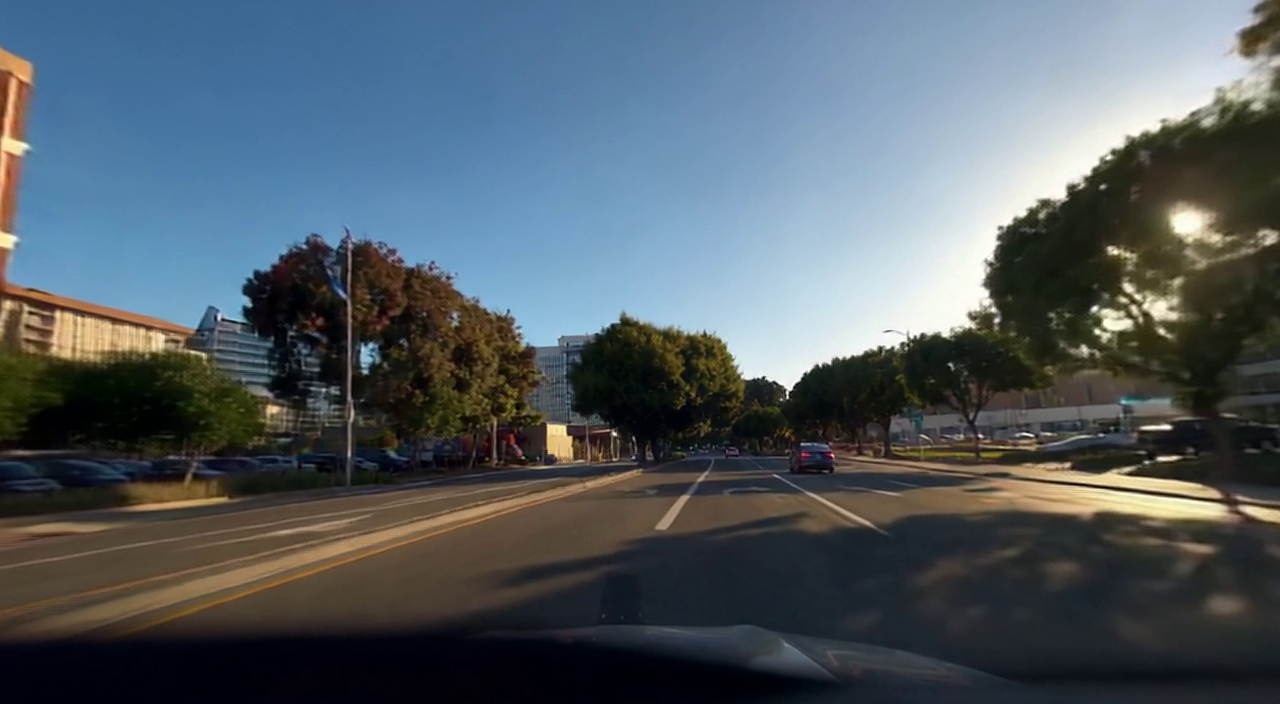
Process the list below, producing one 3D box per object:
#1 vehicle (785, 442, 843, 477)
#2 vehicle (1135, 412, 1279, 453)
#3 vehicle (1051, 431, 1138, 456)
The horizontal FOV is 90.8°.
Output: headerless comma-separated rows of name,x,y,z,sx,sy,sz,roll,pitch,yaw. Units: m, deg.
vehicle,8.667,5.382,31.916,2.181,1.639,4.127,-1,-9,7
vehicle,25.835,3.695,28.779,4.440,1.725,2.255,-2,-9,8
vehicle,27.531,5.557,38.349,3.881,1.410,1.702,-1,-9,5
